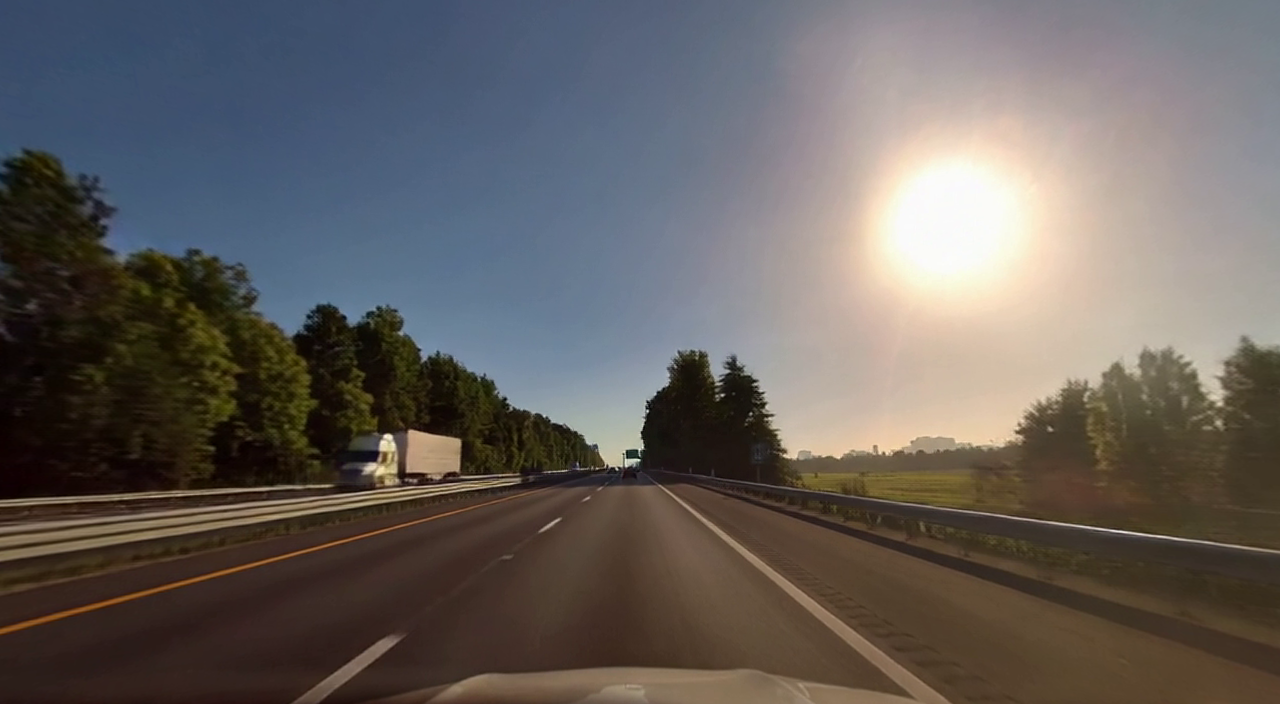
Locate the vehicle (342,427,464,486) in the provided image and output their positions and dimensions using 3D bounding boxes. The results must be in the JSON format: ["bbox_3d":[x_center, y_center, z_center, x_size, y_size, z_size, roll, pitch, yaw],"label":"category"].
[{"bbox_3d":[-16.618,7.778,46.034,3.250,3.556,14.302,1,-11,0],"label":"vehicle"}]
